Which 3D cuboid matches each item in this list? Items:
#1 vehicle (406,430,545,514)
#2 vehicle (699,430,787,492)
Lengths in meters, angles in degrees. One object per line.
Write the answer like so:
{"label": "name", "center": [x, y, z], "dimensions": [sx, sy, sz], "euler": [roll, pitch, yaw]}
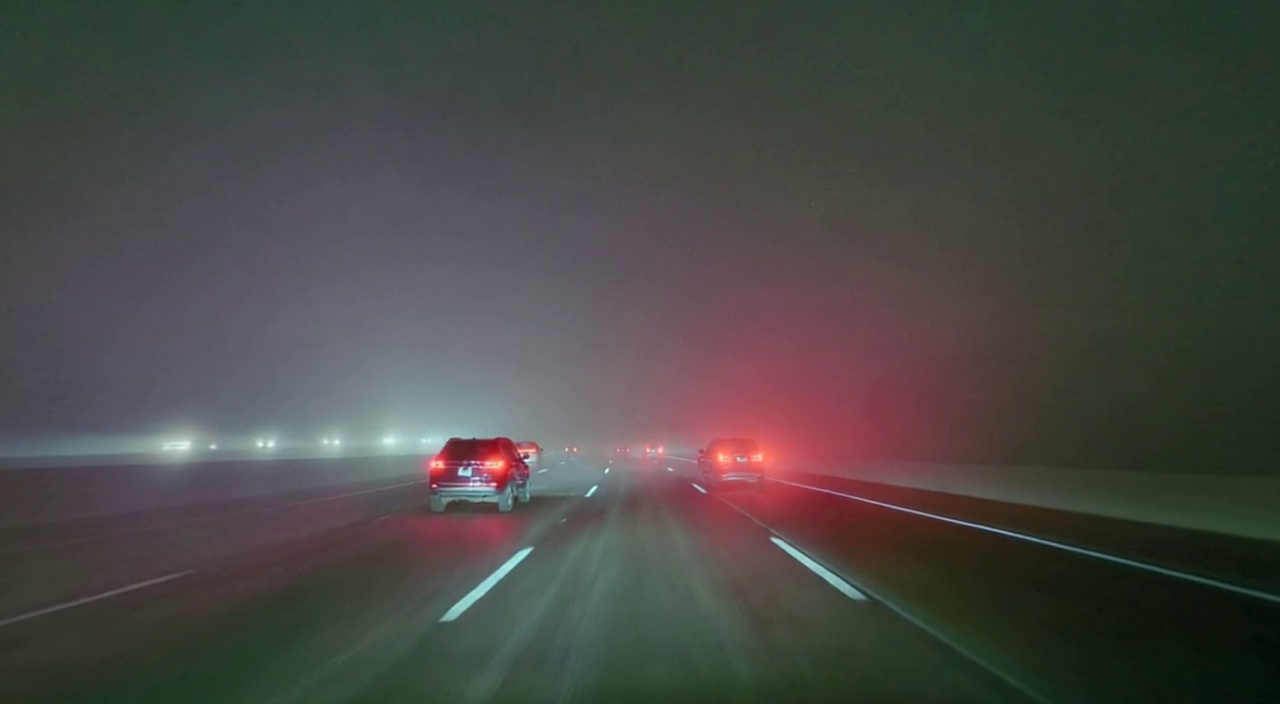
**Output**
{"label": "vehicle", "center": [-3.812, 2.889, 15.561], "dimensions": [2.214, 1.743, 4.465], "euler": [0, -9, 0]}
{"label": "vehicle", "center": [3.366, 3.688, 21.632], "dimensions": [2.153, 1.860, 4.689], "euler": [0, -9, -1]}
